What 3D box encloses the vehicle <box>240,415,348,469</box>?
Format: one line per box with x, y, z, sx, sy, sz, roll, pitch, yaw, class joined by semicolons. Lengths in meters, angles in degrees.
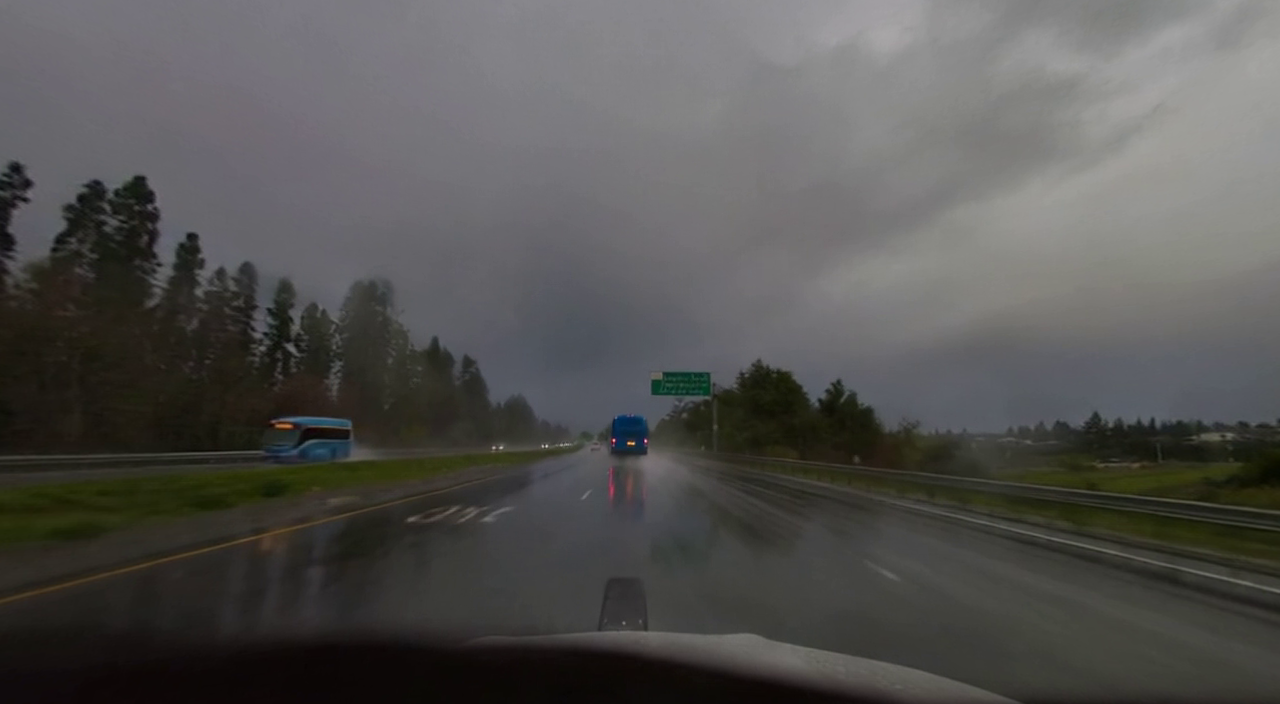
-20.384;5.413;37.692;2.333;2.885;7.543;0;-9;-2;vehicle
